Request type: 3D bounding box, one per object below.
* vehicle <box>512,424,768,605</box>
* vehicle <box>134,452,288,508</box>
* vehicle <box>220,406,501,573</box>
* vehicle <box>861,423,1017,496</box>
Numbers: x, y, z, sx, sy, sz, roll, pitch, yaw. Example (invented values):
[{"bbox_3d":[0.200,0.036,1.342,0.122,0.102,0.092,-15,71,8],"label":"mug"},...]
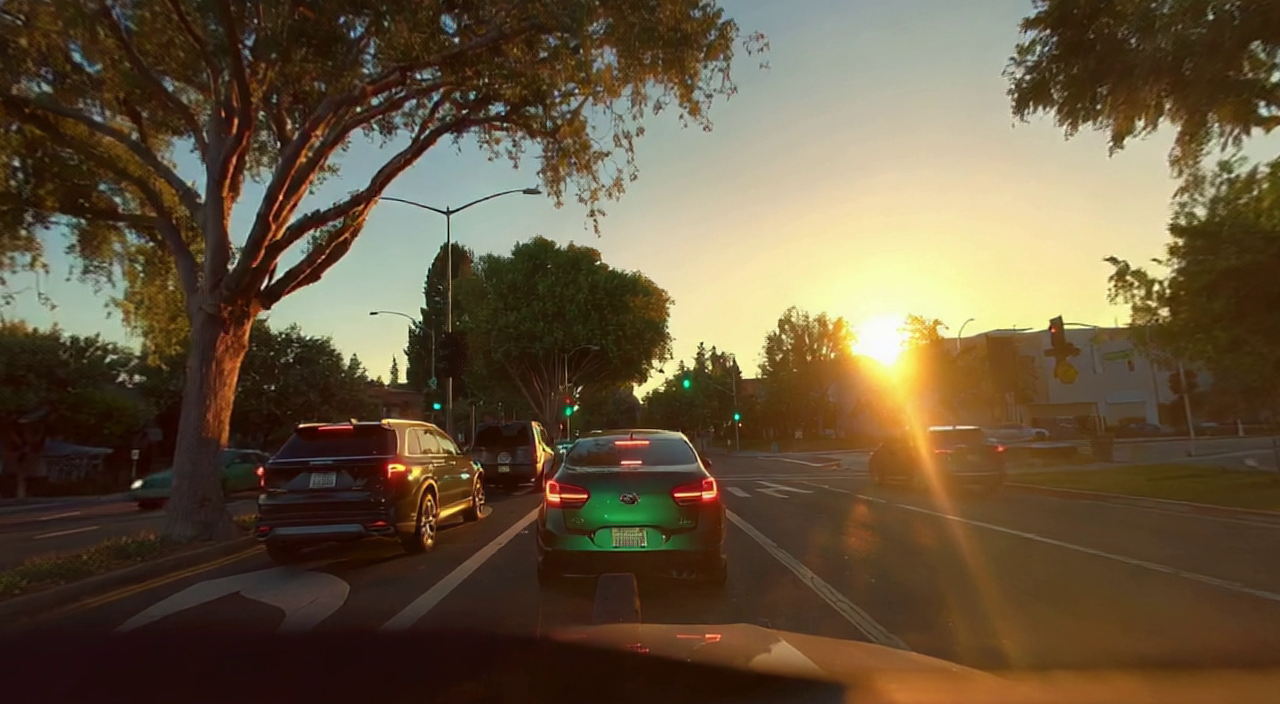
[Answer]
[{"bbox_3d":[-0.059,1.644,7.308,2.126,1.475,3.967,0,-8,-2],"label":"vehicle"},{"bbox_3d":[-12.955,3.841,19.450,1.841,1.469,4.202,0,-8,-1],"label":"vehicle"},{"bbox_3d":[-3.429,1.762,8.861,2.046,1.751,4.208,0,-8,-1],"label":"vehicle"},{"bbox_3d":[7.913,2.898,17.322,2.059,1.719,4.443,0,-8,0],"label":"vehicle"}]
